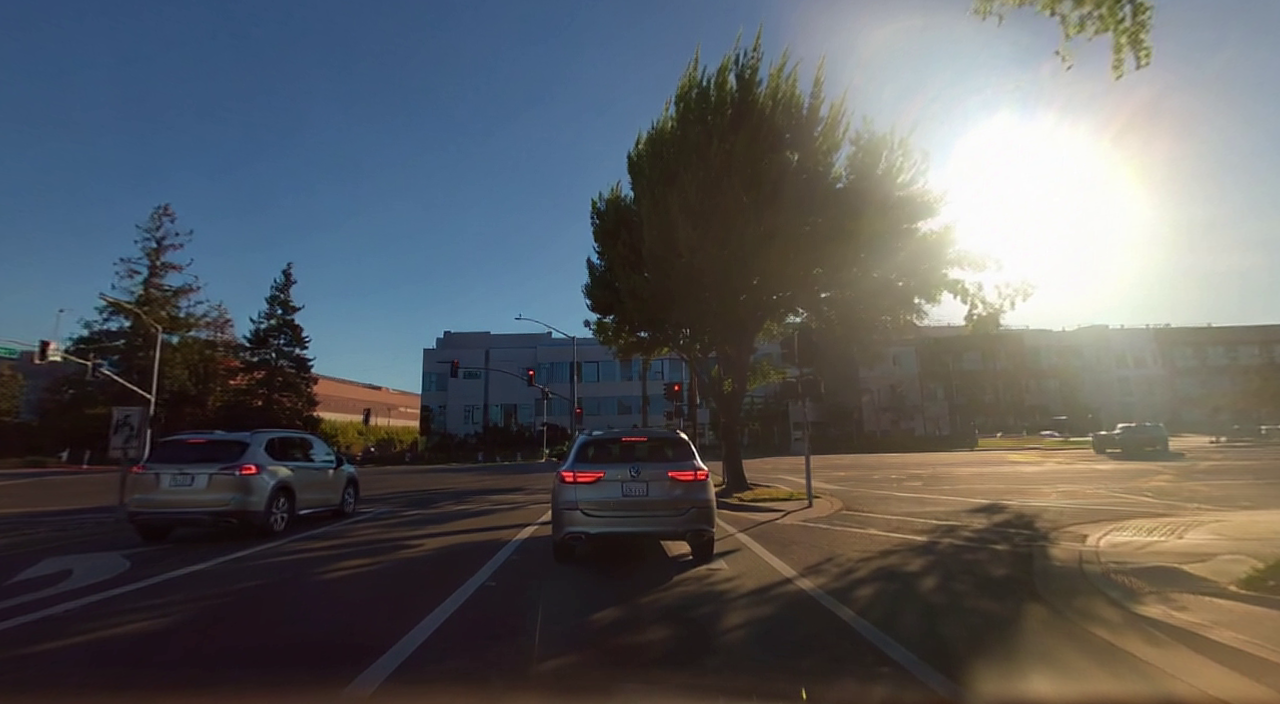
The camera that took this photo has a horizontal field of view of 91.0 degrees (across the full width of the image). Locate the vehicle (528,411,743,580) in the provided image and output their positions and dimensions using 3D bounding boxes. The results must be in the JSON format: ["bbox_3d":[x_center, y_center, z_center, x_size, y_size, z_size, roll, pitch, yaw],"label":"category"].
[{"bbox_3d":[-0.194,1.754,8.471,2.154,1.670,4.140,1,-9,-4],"label":"vehicle"}]

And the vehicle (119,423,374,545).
[{"bbox_3d":[-6.454,2.179,11.049,2.020,1.695,4.187,1,-9,-5],"label":"vehicle"}]
